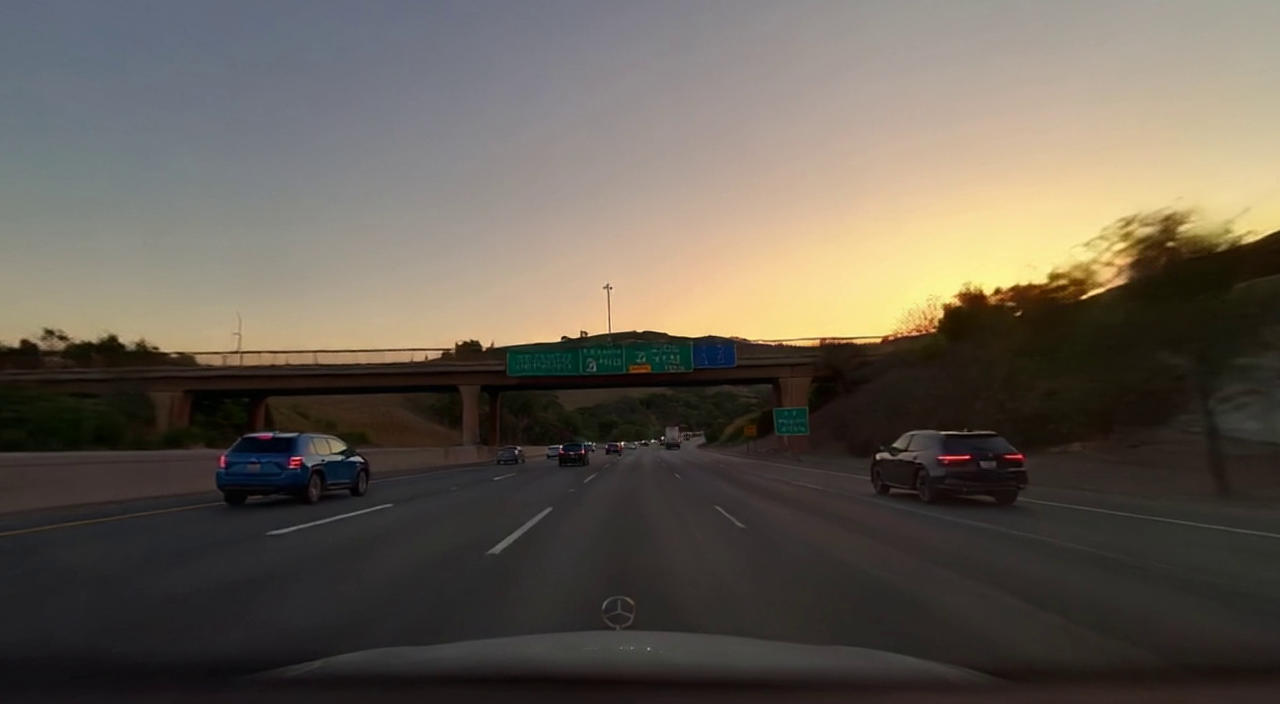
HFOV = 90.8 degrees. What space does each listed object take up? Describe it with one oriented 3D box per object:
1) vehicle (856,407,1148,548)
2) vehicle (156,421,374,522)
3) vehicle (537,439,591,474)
[{"bbox_3d":[5.258,1.893,10.128,1.950,1.719,4.545,0,-9,0],"label":"vehicle"},{"bbox_3d":[-7.276,2.348,12.886,1.860,1.694,4.173,0,-9,0],"label":"vehicle"},{"bbox_3d":[-3.464,4.869,29.677,1.925,1.509,4.363,0,-9,1],"label":"vehicle"}]
